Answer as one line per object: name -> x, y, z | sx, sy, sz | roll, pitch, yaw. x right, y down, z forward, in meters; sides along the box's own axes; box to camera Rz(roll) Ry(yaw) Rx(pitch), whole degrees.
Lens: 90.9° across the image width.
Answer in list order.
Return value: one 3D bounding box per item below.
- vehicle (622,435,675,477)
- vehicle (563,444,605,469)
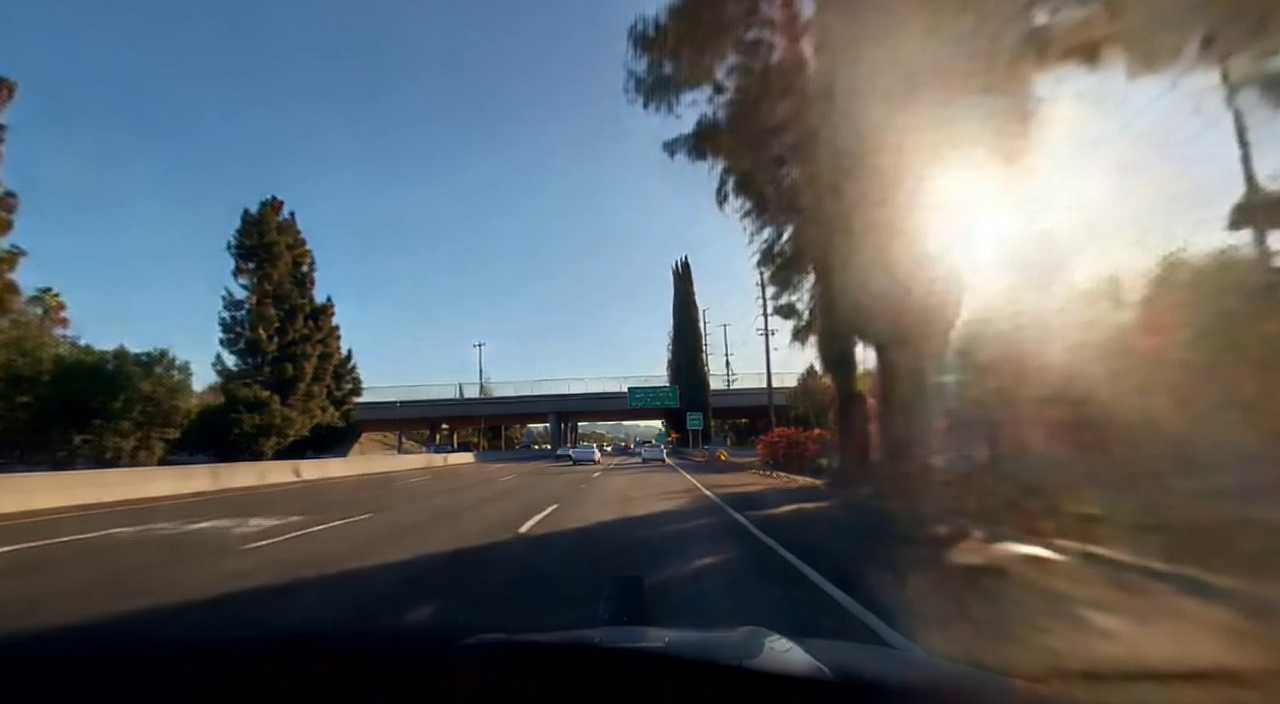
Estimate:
vehicle -> 0.362, 4.573, 27.906 | 2.152, 1.697, 4.066 | 0, -8, 0
vehicle -> -3.365, 6.380, 38.836 | 2.056, 1.464, 4.564 | 0, -8, 1
